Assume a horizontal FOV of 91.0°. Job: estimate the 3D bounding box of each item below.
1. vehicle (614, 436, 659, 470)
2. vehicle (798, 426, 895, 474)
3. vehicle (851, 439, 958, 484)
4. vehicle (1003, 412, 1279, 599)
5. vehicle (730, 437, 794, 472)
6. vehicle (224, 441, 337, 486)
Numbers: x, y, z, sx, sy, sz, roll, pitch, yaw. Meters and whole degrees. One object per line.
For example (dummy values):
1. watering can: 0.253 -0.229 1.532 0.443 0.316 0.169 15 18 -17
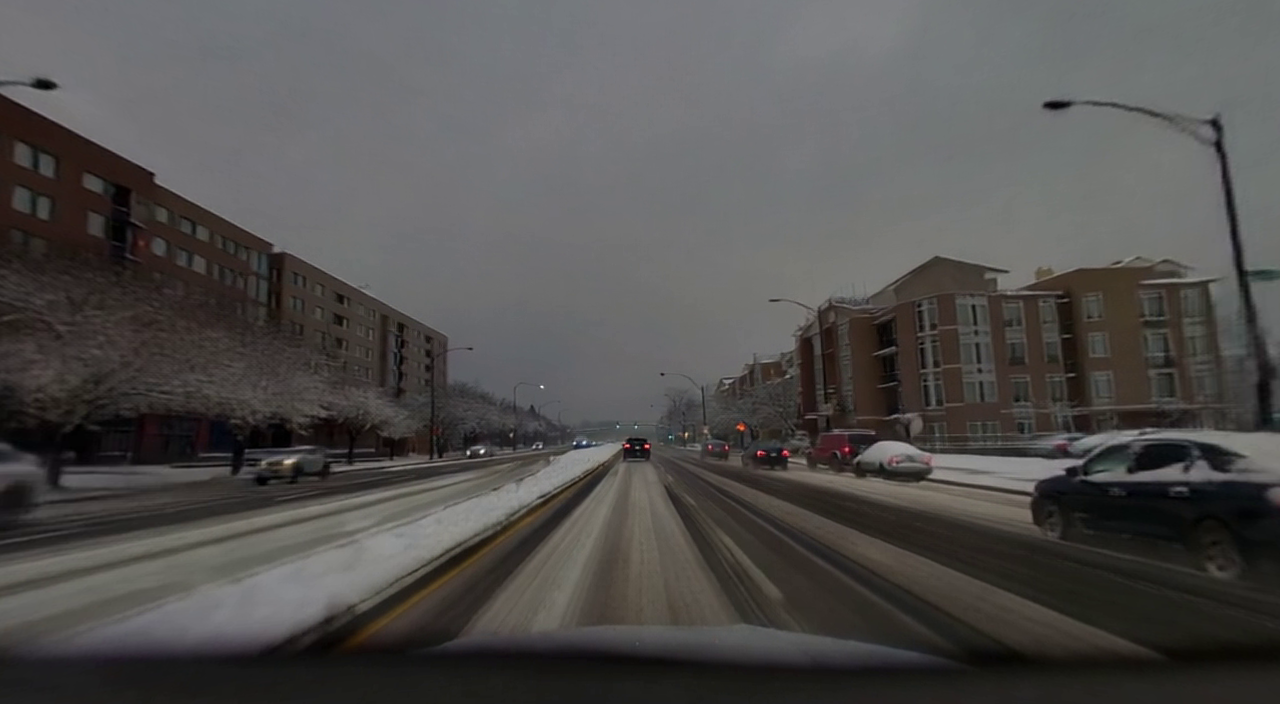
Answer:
1. vehicle: -0.168 5.034 31.459 2.106 1.553 3.964 0 -8 0
2. vehicle: 10.110 4.907 31.666 2.441 2.150 6.729 1 -8 -2
3. vehicle: 9.968 4.145 24.156 2.089 1.508 4.323 -1 -8 -2
4. vehicle: 6.495 1.544 6.968 2.121 1.557 4.898 0 -8 1
5. vehicle: 5.763 4.885 30.273 2.154 1.554 4.149 0 -8 -2
6. vehicle: -15.435 4.787 27.404 2.216 1.797 4.487 0 -8 0
